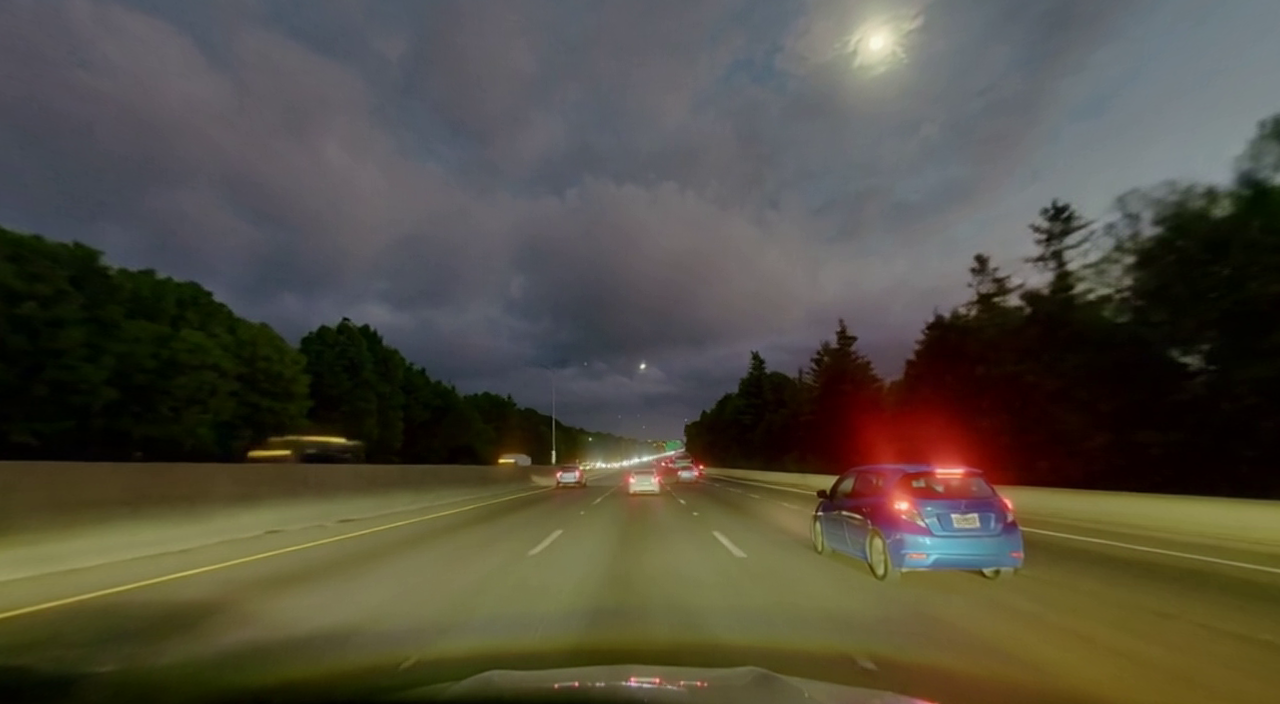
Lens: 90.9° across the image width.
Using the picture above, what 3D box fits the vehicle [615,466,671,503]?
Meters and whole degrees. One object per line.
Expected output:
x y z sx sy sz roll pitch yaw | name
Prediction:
0.126 5.676 27.329 2.241 1.425 3.973 1 -10 0 | vehicle

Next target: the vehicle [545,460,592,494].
-3.884 6.872 34.797 2.021 1.706 4.247 1 -10 1 | vehicle

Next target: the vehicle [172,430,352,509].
-12.119 3.876 20.874 2.405 2.227 5.519 1 -10 0 | vehicle

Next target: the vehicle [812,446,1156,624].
3.645 2.007 7.658 1.938 1.561 3.786 1 -10 -1 | vehicle
